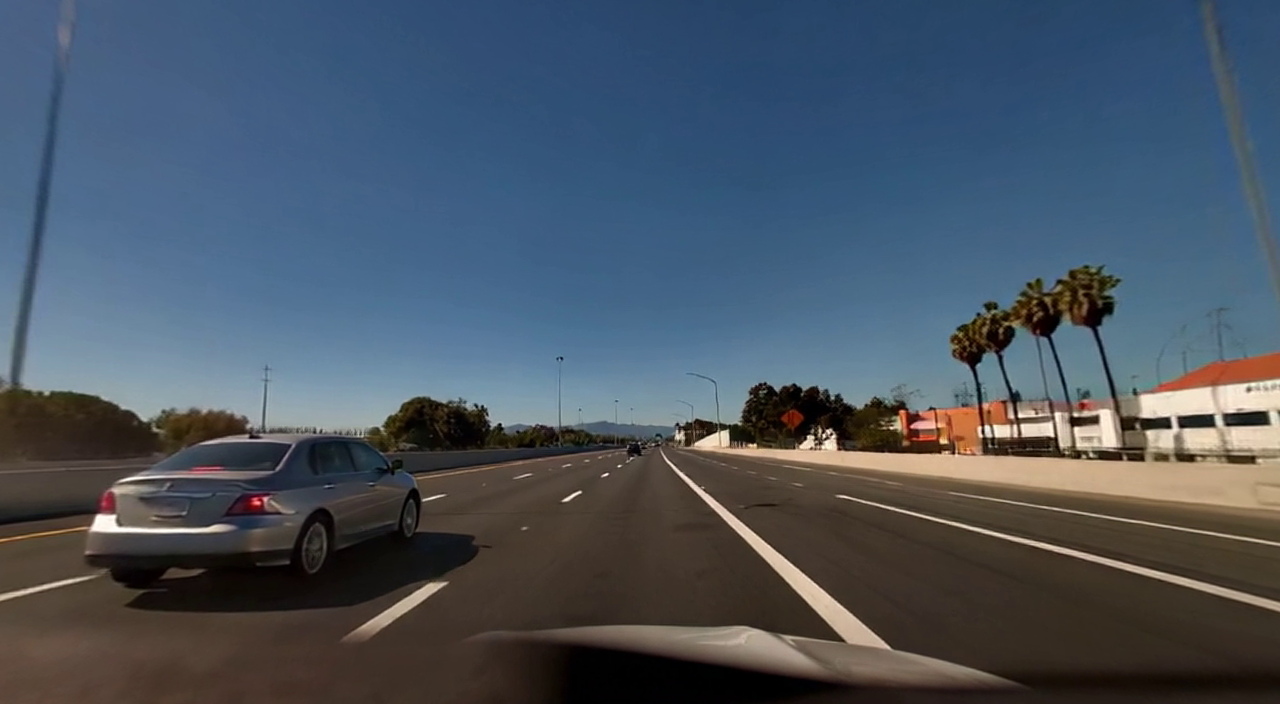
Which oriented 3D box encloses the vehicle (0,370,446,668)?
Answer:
[{"bbox_3d":[-3.829,1.361,6.286,2.145,1.793,4.762,-1,-8,2],"label":"vehicle"}]
